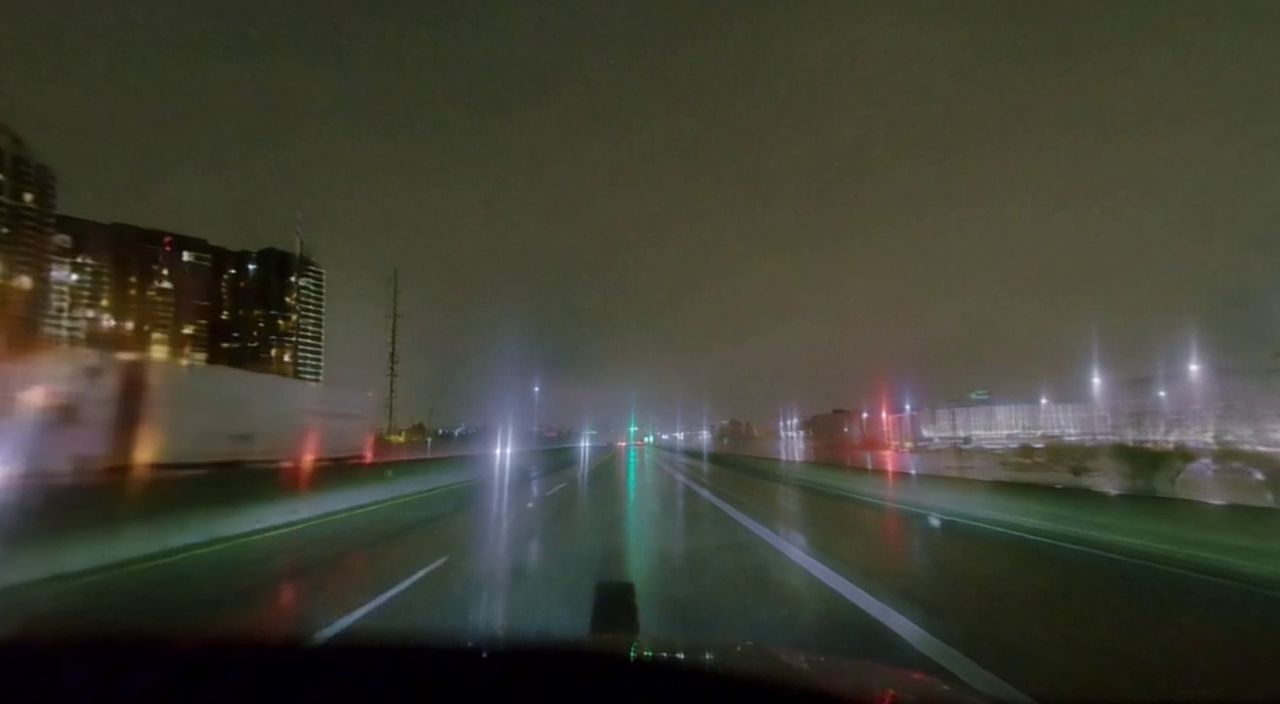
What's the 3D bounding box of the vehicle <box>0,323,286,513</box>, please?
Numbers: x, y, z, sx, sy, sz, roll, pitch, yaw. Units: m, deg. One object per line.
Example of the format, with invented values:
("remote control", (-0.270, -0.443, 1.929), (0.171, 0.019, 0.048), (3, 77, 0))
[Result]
("vehicle", (-16.575, 2.329, 20.610), (3.837, 4.617, 10.494), (0, -8, -1))
